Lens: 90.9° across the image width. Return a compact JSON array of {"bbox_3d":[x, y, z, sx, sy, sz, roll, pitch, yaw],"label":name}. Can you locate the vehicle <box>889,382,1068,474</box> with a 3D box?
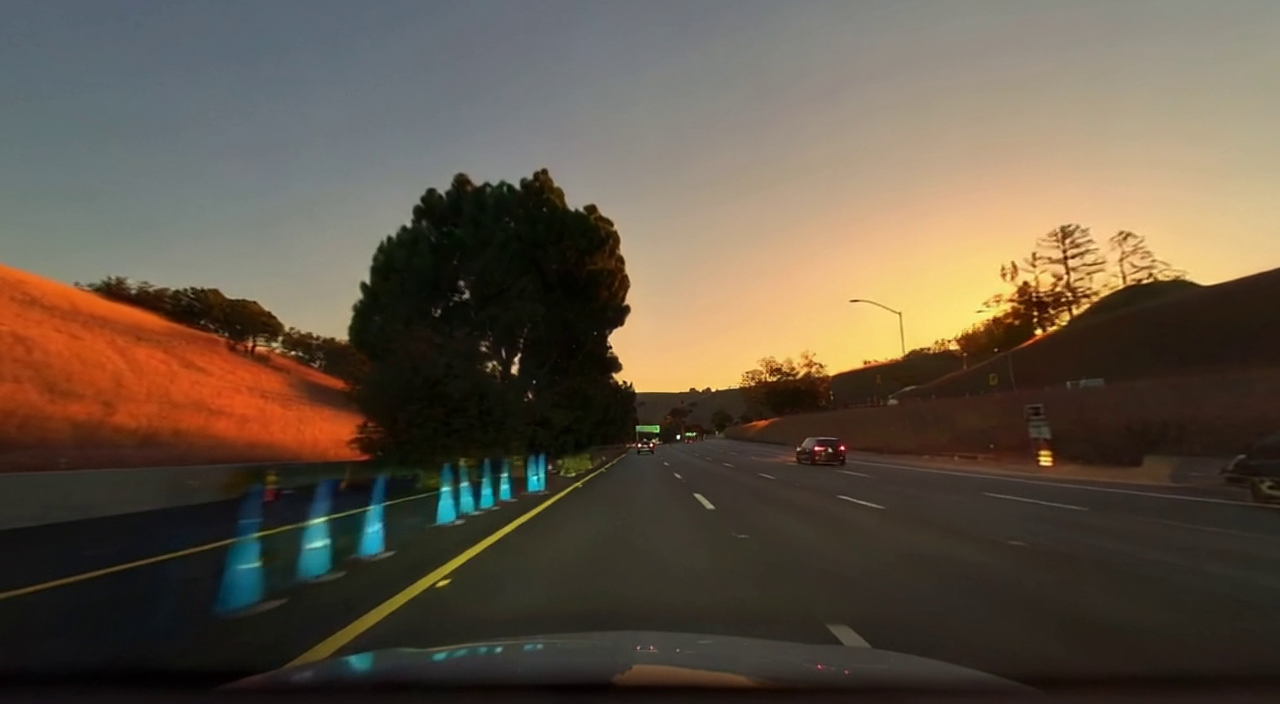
[{"bbox_3d":[15.184,3.646,29.437,3.620,3.613,8.491,0,-8,0],"label":"vehicle"}]
